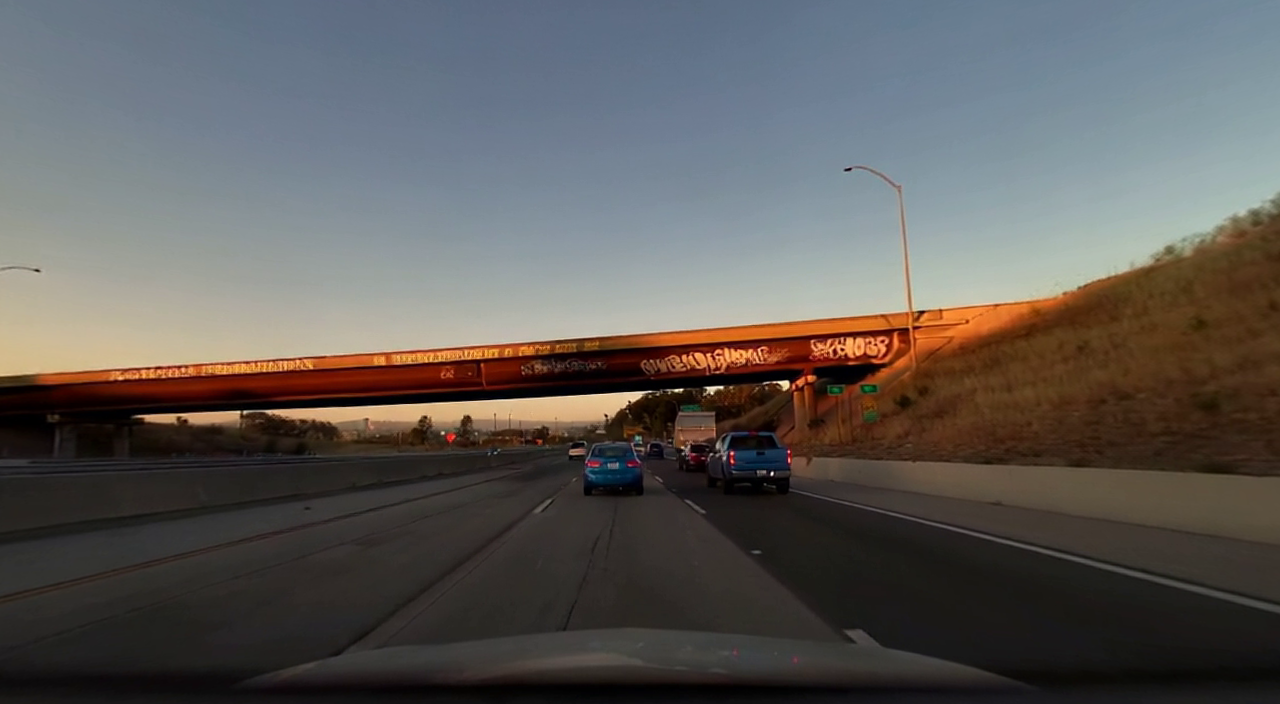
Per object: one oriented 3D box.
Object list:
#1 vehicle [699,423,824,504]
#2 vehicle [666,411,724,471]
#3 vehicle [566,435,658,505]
[{"bbox_3d":[3.196,3.117,18.152,2.311,1.922,5.977,0,-8,-1],"label":"vehicle"},{"bbox_3d":[3.320,5.681,40.119,2.873,3.408,7.323,0,-8,-1],"label":"vehicle"},{"bbox_3d":[-0.701,3.120,17.104,2.193,1.651,3.946,0,-8,-1],"label":"vehicle"}]
